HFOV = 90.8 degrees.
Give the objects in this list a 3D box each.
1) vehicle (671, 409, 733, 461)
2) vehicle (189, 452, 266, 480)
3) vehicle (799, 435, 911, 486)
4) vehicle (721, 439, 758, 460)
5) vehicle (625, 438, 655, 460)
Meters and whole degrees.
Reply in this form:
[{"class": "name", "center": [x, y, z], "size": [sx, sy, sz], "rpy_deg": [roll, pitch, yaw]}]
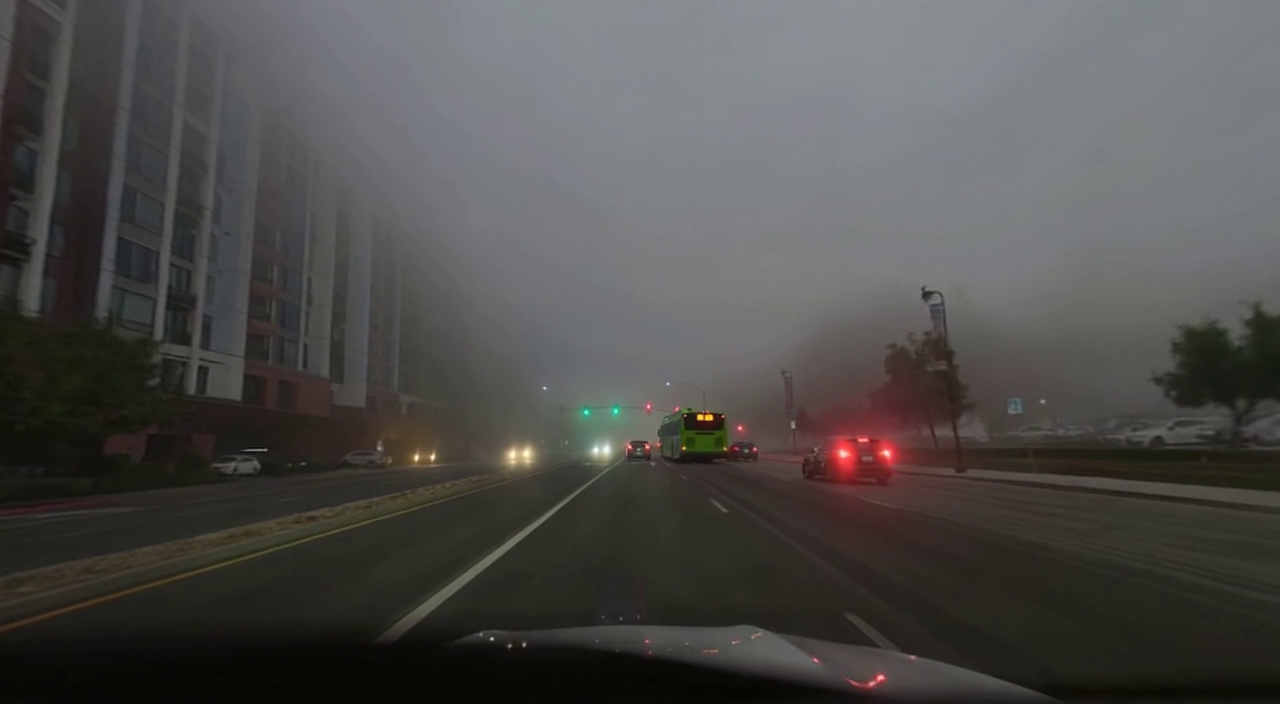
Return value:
[{"class": "vehicle", "center": [4.223, 6.042, 45.201], "size": [2.760, 3.325, 9.045], "rpy_deg": [1, -9, -5]}, {"class": "vehicle", "center": [-28.965, 7.993, 44.626], "size": [2.039, 1.777, 5.029], "rpy_deg": [0, -9, 0]}, {"class": "vehicle", "center": [6.719, 3.454, 20.325], "size": [1.992, 1.447, 4.414], "rpy_deg": [0, -9, -1]}, {"class": "vehicle", "center": [7.320, 7.247, 46.957], "size": [1.886, 1.474, 4.495], "rpy_deg": [0, -9, -2]}, {"class": "vehicle", "center": [-0.004, 7.073, 46.091], "size": [2.145, 1.572, 4.021], "rpy_deg": [0, -9, 0]}]
